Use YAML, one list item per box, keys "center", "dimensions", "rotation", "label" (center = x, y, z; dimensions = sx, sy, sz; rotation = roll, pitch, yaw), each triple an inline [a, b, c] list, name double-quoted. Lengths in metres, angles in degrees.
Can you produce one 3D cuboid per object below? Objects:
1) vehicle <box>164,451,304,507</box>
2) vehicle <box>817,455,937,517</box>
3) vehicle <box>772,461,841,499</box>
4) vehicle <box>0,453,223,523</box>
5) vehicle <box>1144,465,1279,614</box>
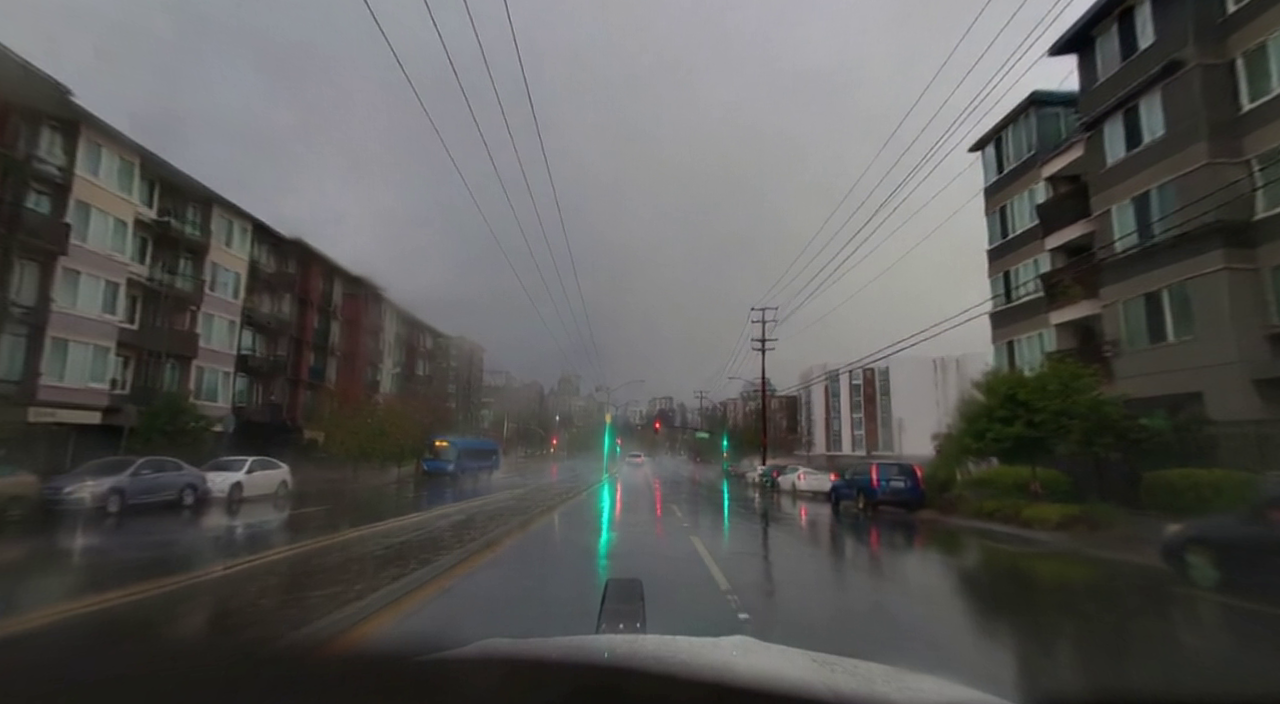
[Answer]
- center: [-14.641, 4.564, 23.221]
  dimensions: [2.107, 1.771, 4.871]
  rotation: [0, -9, -4]
  label: "vehicle"
- center: [7.633, 4.333, 20.972]
  dimensions: [2.143, 1.731, 4.781]
  rotation: [0, -9, 0]
  label: "vehicle"
- center: [7.655, 5.912, 29.558]
  dimensions: [1.997, 1.517, 4.755]
  rotation: [0, -9, 0]
  label: "vehicle"
- center: [-14.603, 3.716, 17.900]
  dimensions: [2.124, 1.626, 4.908]
  rotation: [0, -9, 1]
  label: "vehicle"
- center: [7.689, 1.900, 6.018]
  dimensions: [1.941, 1.496, 4.656]
  rotation: [0, -9, 0]
  label: "vehicle"
